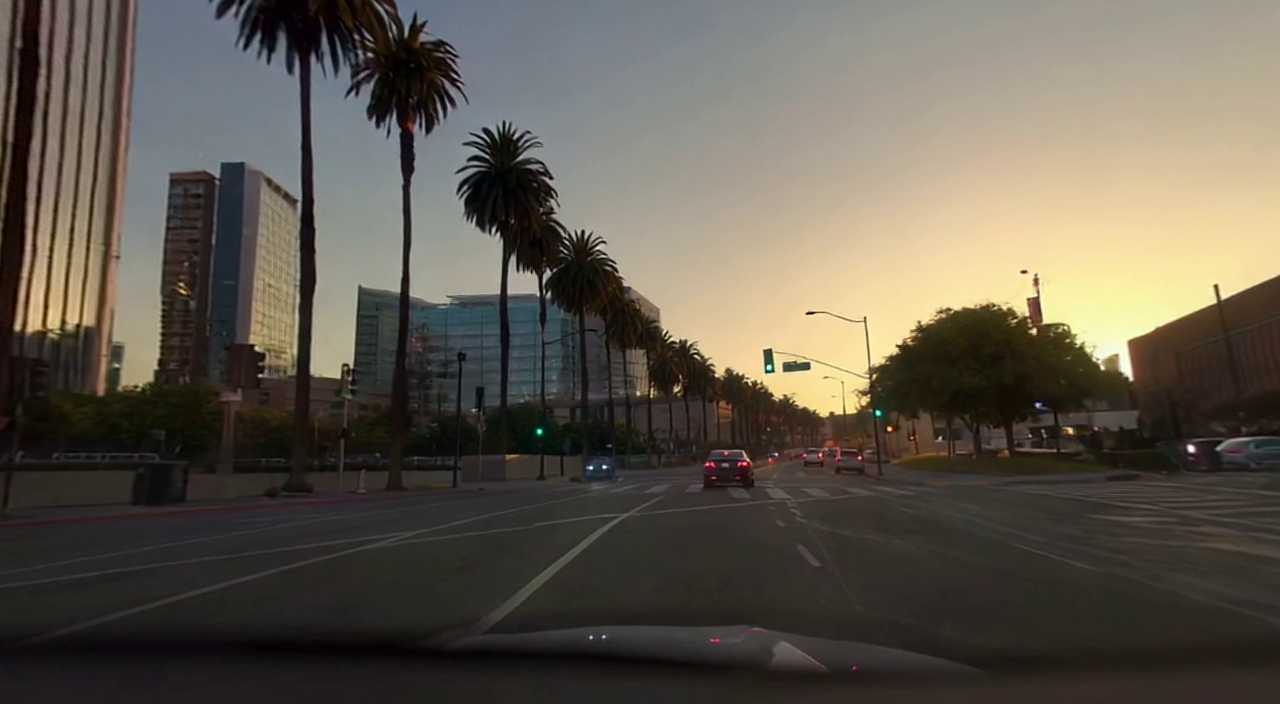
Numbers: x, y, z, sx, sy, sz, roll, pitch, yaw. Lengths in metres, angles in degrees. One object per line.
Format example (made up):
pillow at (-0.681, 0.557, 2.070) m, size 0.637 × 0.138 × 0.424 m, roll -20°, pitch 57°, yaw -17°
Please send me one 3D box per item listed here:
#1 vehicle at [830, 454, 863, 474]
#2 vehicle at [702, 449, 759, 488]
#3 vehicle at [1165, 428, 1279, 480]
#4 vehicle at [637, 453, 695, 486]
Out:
vehicle at (15.826, 8.571, 48.514) m, size 1.983 × 1.457 × 4.220 m, roll -2°, pitch -9°, yaw 13°
vehicle at (3.979, 4.975, 27.345) m, size 2.096 × 1.492 × 4.071 m, roll -2°, pitch -9°, yaw 12°
vehicle at (23.797, 3.983, 24.778) m, size 5.049 × 1.861 × 2.081 m, roll 2°, pitch -9°, yaw -12°
vehicle at (1.332, 5.609, 30.510) m, size 2.048 × 1.418 × 4.177 m, roll -2°, pitch -9°, yaw 13°
